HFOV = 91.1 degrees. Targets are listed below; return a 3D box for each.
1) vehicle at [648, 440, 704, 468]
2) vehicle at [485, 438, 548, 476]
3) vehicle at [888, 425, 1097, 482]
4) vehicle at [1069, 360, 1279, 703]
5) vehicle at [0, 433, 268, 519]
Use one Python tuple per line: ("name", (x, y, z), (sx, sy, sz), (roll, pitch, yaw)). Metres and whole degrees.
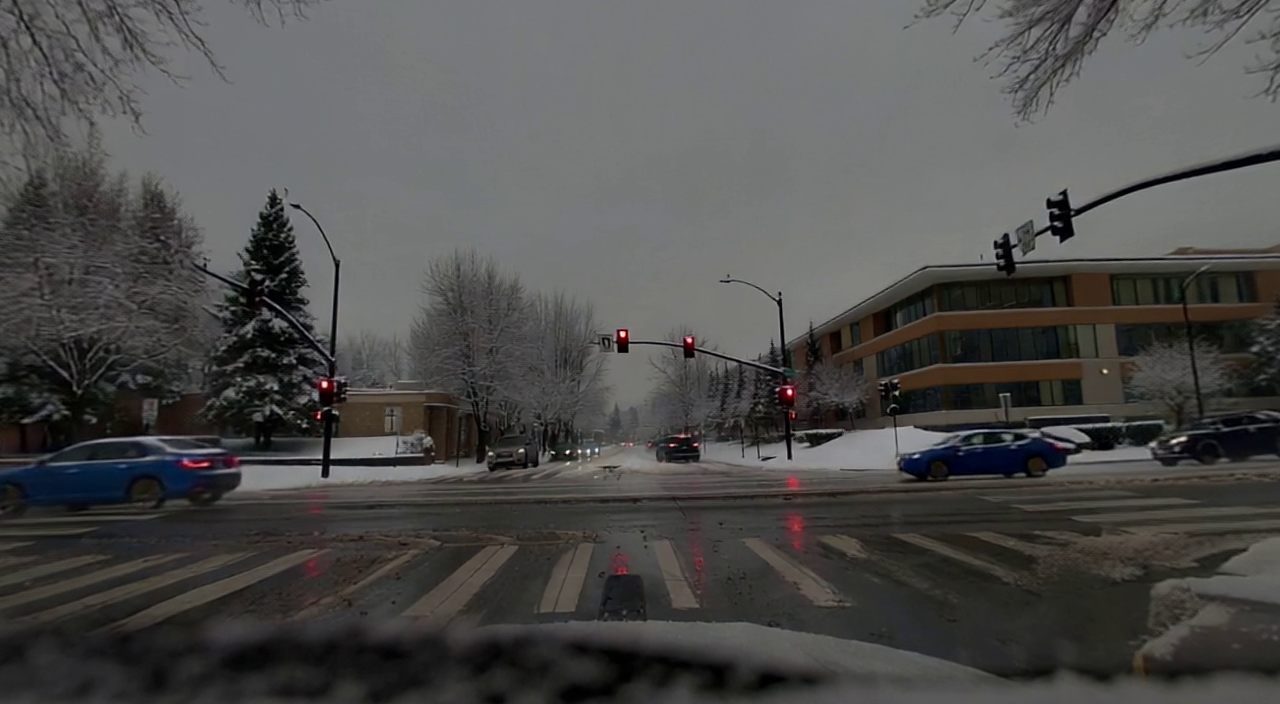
("vehicle", (1.935, 5.610, 34.891), (2.031, 1.442, 4.446), (1, -8, -11))
("vehicle", (-5.948, 5.100, 30.786), (2.115, 1.690, 4.322), (0, -8, 1))
("vehicle", (9.564, 2.782, 17.338), (4.613, 1.443, 1.883), (0, -8, 0))
("vehicle", (2.888, 0.661, 0.830), (1.947, 1.576, 3.825), (0, -8, 1))
("vehicle", (-11.480, 2.665, 13.742), (5.369, 1.704, 1.993), (0, -8, 0))
